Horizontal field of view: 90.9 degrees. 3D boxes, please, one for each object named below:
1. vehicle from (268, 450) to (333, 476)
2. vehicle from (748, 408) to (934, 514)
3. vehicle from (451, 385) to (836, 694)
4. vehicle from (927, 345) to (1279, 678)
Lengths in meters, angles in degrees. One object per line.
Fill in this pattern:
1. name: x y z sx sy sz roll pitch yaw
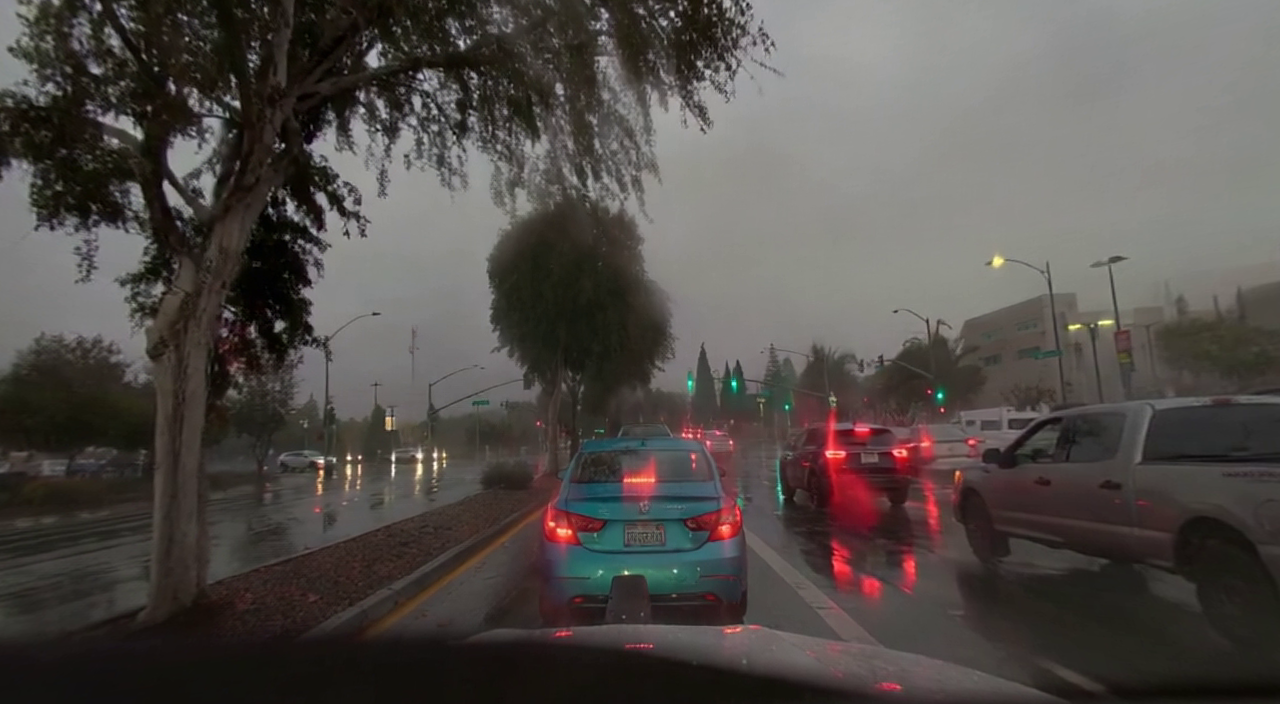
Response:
1. vehicle: -24.067 7.842 44.865 1.798 1.706 4.385 -1 -8 6
2. vehicle: 4.201 2.426 14.544 2.319 1.930 5.651 0 -8 -1
3. vehicle: -0.016 1.315 5.533 2.116 1.677 3.948 0 -8 -1
4. vehicle: 4.516 1.134 5.278 2.019 1.803 4.634 0 -8 0
